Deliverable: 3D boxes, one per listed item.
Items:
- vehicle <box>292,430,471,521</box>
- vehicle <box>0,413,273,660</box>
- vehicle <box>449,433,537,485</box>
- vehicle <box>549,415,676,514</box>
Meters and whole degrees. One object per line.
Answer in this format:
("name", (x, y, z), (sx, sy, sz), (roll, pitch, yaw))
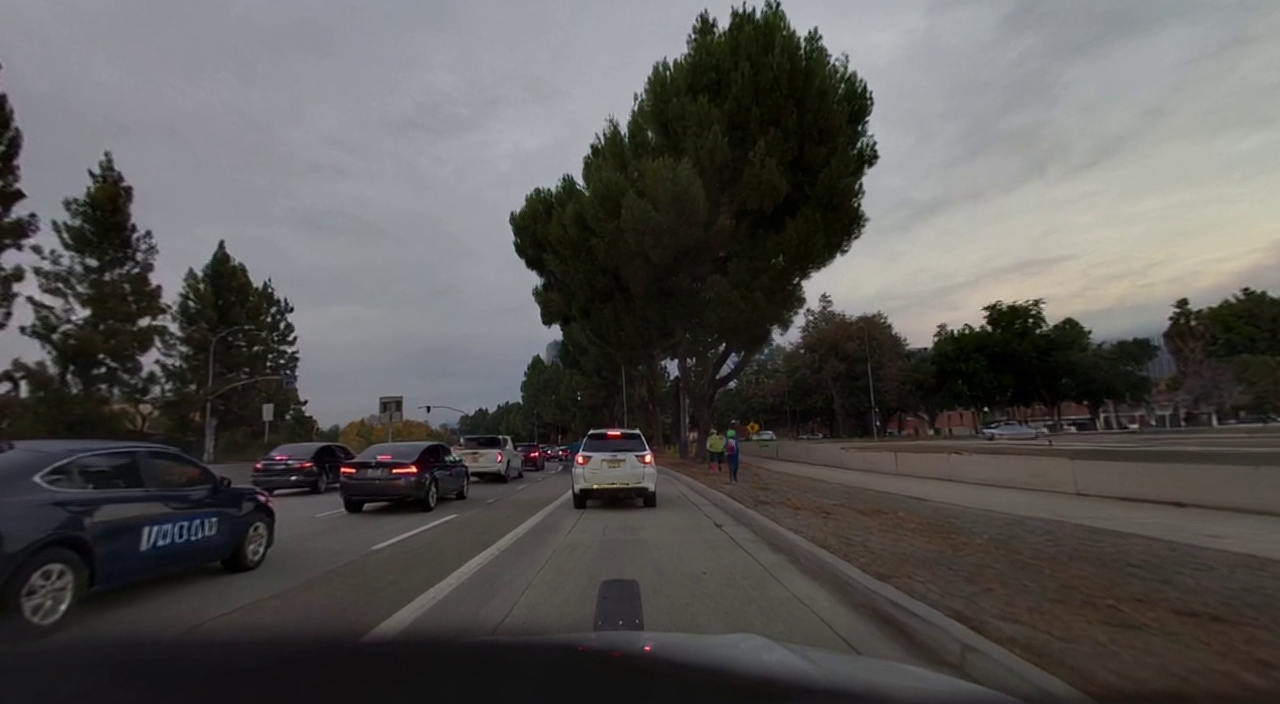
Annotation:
("vehicle", (-5.407, 2.629, 14.017), (2.010, 1.674, 4.484), (0, -9, 1))
("vehicle", (-5.277, 1.368, 5.150), (2.069, 1.616, 4.108), (0, -9, 0))
("vehicle", (-5.413, 4.021, 24.009), (2.188, 1.774, 4.477), (0, -9, 1))
("vehicle", (-0.573, 2.435, 14.085), (2.368, 1.829, 4.293), (0, -9, -2))
